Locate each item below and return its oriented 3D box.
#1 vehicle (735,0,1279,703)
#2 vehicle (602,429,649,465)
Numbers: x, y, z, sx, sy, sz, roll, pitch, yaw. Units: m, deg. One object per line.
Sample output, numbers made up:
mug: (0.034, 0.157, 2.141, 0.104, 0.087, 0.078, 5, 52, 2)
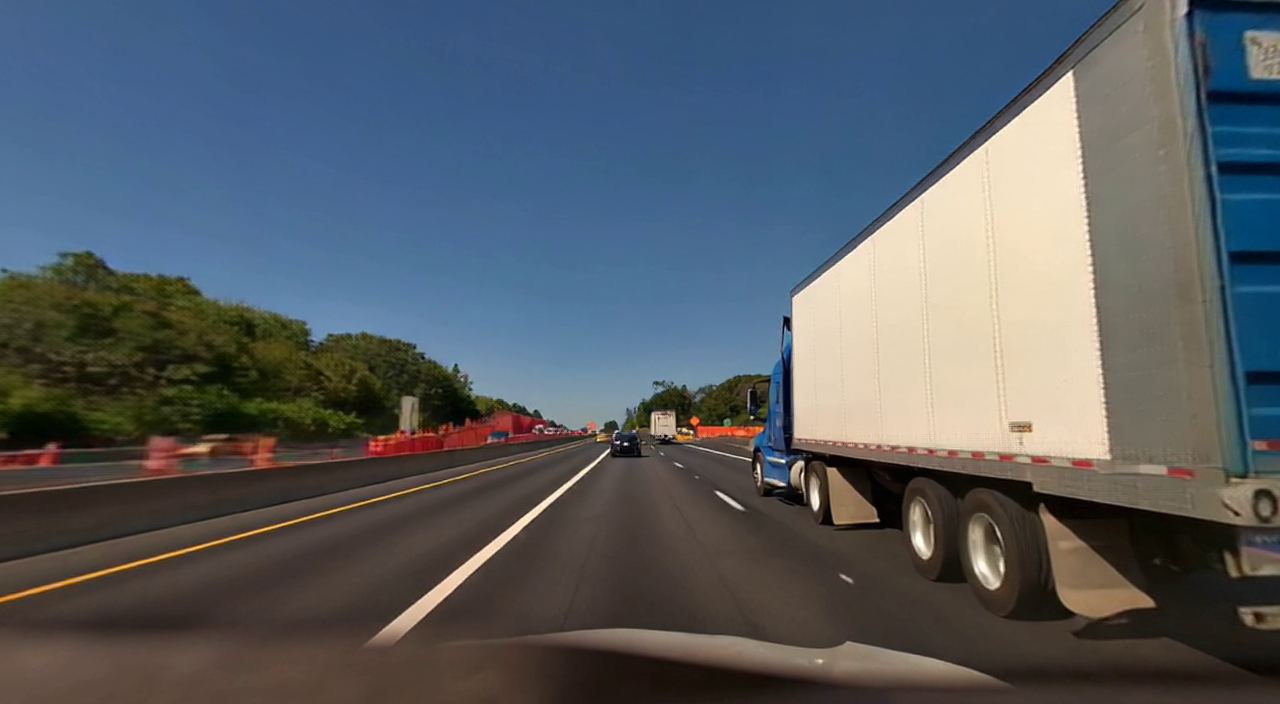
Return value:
vehicle: (3.676, 0.478, 7.932, 2.919, 3.634, 10.888, 0, -8, -2)
vehicle: (-0.647, 4.172, 27.989, 1.929, 1.469, 3.677, 0, -8, -1)
